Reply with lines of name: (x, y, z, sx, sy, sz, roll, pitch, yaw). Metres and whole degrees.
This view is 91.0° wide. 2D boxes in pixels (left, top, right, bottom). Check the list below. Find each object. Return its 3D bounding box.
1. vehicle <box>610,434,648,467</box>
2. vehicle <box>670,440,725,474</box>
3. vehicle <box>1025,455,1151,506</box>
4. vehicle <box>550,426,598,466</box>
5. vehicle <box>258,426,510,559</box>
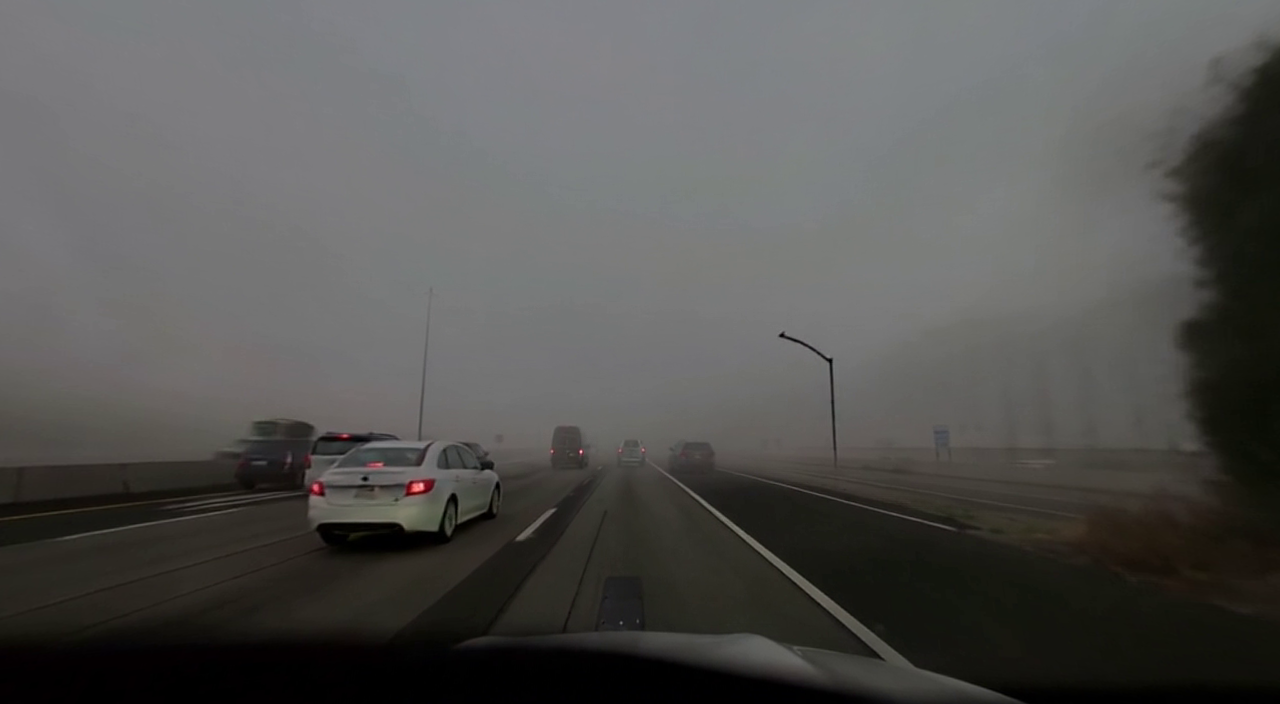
vehicle: (-0.654, 5.928, 37.913, 2.207, 1.807, 4.199, 0, -9, -1)
vehicle: (2.660, 5.038, 30.354, 2.127, 1.513, 4.501, 0, -9, -1)
vehicle: (14.533, 4.147, 20.660, 1.578, 1.407, 3.414, 2, -8, -1)
vehicle: (-4.010, 5.904, 39.484, 2.504, 2.276, 5.933, 0, -9, -1)
vehicle: (-3.377, 1.937, 9.372, 1.963, 1.507, 4.172, 0, -9, 0)
